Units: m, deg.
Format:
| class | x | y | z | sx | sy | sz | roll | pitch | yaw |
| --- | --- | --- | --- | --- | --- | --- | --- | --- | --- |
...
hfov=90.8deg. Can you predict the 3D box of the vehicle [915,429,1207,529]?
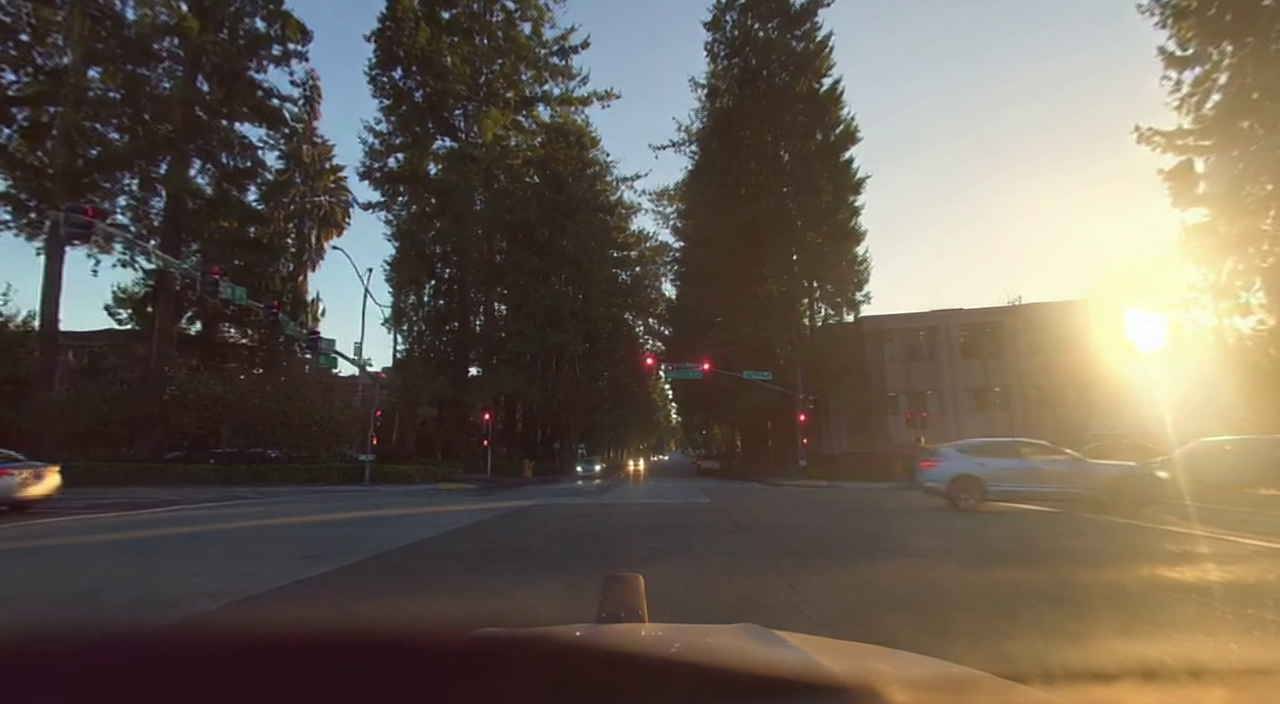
| class | x | y | z | sx | sy | sz | roll | pitch | yaw |
| --- | --- | --- | --- | --- | --- | --- | --- | --- | --- |
| vehicle | 8.672 | 2.543 | 13.431 | 4.728 | 1.740 | 2.162 | -6 | -10 | 36 |
